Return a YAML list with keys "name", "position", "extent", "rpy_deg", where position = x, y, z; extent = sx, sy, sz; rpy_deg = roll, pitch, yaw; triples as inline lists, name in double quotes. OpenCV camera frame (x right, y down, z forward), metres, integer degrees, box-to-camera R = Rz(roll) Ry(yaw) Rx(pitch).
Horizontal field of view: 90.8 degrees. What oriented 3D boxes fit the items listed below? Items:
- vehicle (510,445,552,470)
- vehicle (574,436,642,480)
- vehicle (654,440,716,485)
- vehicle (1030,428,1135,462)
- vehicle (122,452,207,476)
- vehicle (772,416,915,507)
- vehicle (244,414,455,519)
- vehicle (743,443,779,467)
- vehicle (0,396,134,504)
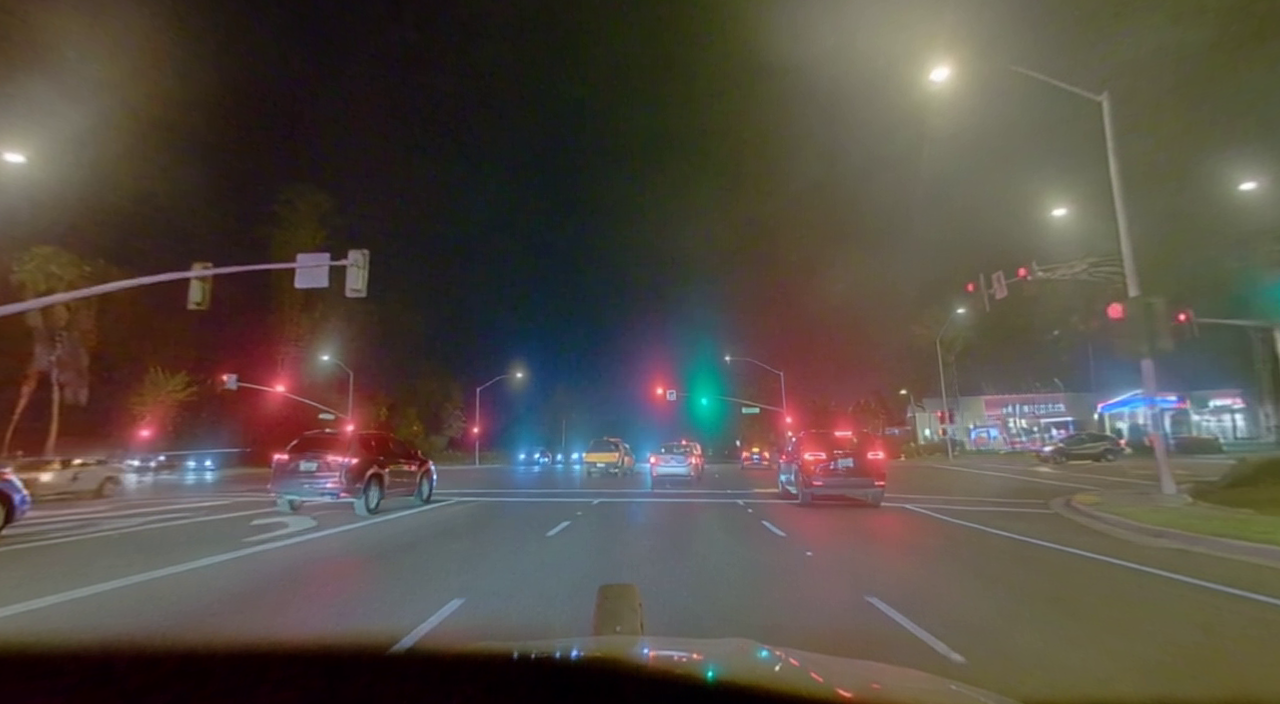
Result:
- name: "vehicle"
  position: [-7.660, 7.312, 44.027]
  extent: [2.041, 1.660, 4.371]
  rpy_deg: [3, -9, -21]
- name: "vehicle"
  position: [-1.276, 4.606, 27.742]
  extent: [2.088, 1.746, 4.650]
  rpy_deg: [-2, -9, 8]
- name: "vehicle"
  position: [1.742, 4.024, 23.193]
  extent: [2.057, 1.492, 3.825]
  rpy_deg: [-1, -9, 7]
- name: "vehicle"
  position: [26.251, 5.573, 37.646]
  extent: [4.557, 1.848, 2.008]
  rpy_deg: [-3, -9, 9]
- name: "vehicle"
  position: [-34.161, 8.017, 45.450]
  extent: [4.942, 1.602, 2.111]
  rpy_deg: [-2, -8, 13]
- name: "vehicle"
  position: [4.902, 2.744, 16.171]
  extent: [2.267, 1.931, 5.145]
  rpy_deg: [-1, -9, 4]
- name: "vehicle"
  position: [-5.981, 2.443, 13.870]
  extent: [2.127, 1.888, 4.637]
  rpy_deg: [-1, -9, 4]
- name: "vehicle"
  position: [8.099, 6.909, 42.650]
  extent: [2.149, 1.532, 4.168]
  rpy_deg: [-2, -9, 8]
- name: "vehicle"
  position: [-23.378, 3.954, 25.750]
  extent: [3.436, 3.529, 11.210]
  rpy_deg: [3, -9, -35]
